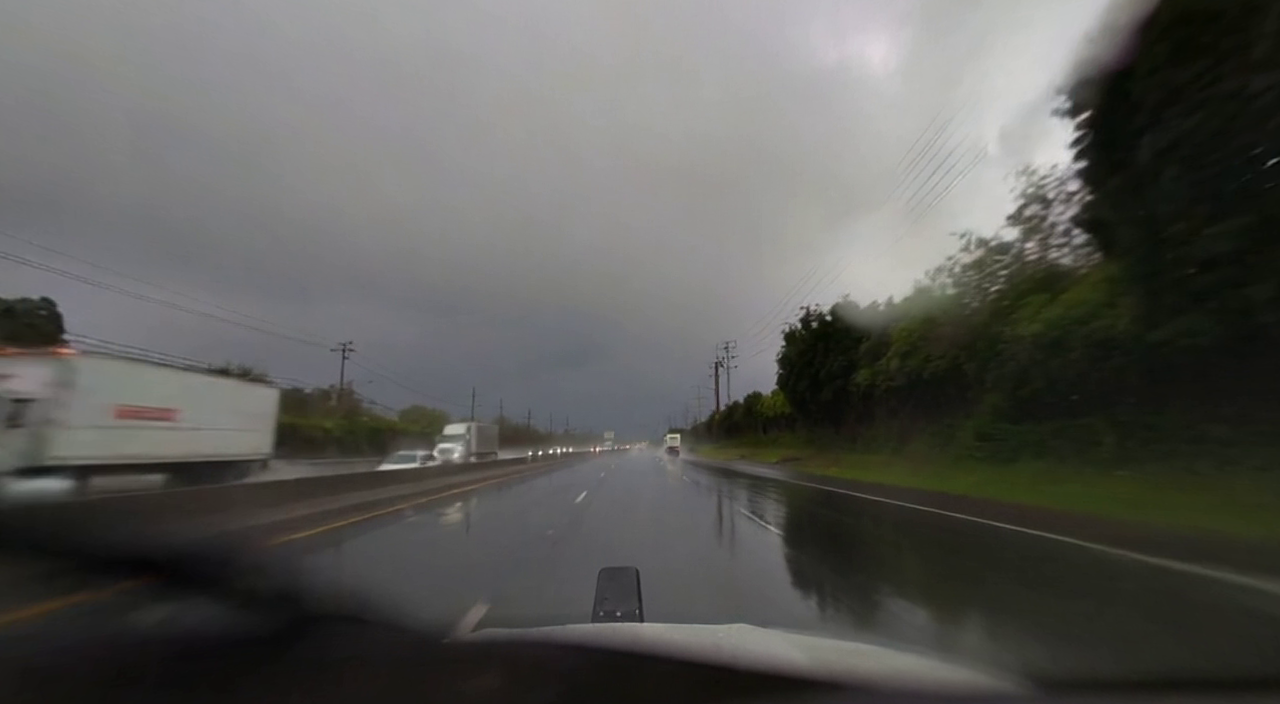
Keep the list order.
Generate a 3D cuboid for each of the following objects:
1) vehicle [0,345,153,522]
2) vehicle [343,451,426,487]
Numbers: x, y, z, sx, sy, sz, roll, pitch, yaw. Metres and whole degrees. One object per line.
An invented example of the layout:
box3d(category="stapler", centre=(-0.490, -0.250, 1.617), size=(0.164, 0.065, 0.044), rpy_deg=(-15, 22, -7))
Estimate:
box3d(category="vehicle", centre=(-15.054, 1.873, 14.314), size=(3.119, 3.694, 5.532), rpy_deg=(0, -9, 1))
box3d(category="vehicle", centre=(-11.713, 5.377, 29.116), size=(1.928, 1.485, 4.694), rpy_deg=(0, -9, -1))
